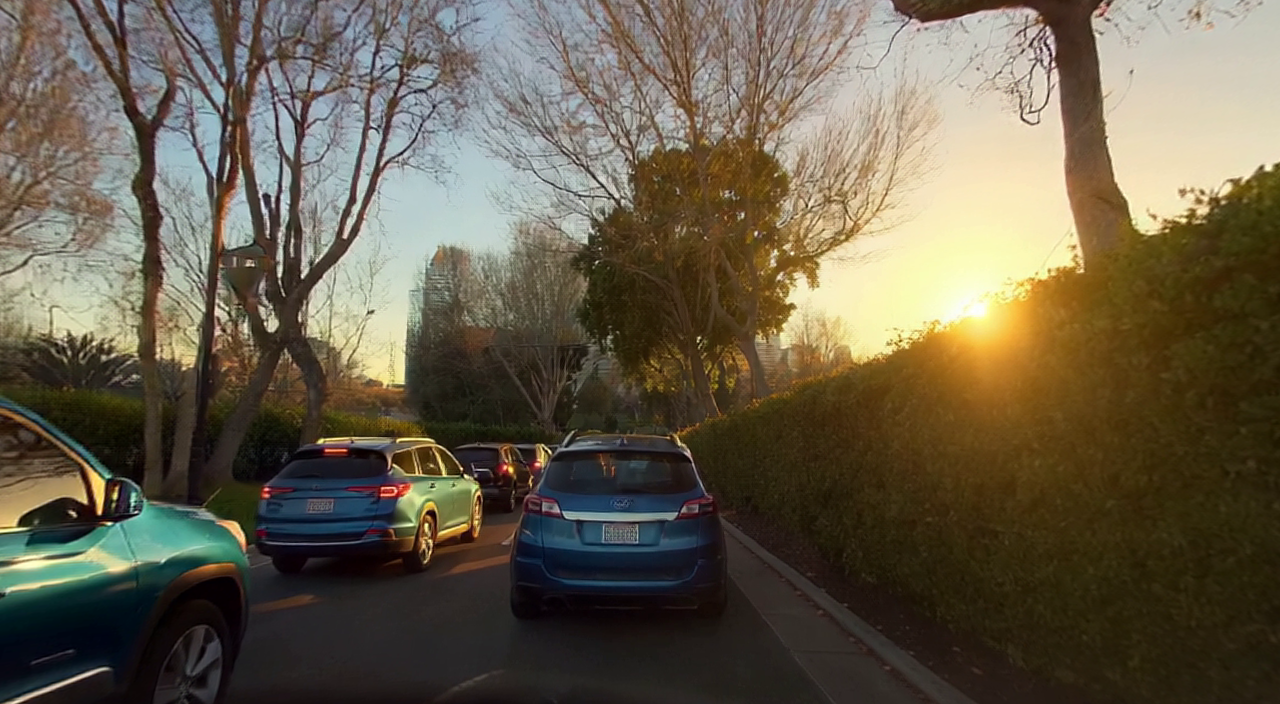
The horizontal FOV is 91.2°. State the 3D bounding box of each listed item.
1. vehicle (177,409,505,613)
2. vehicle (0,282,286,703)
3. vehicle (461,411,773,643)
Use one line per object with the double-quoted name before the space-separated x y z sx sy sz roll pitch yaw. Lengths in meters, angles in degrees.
"vehicle" -3.421 1.855 8.322 2.256 1.728 4.421 -6 -8 -2
"vehicle" -3.292 0.674 1.268 2.205 1.913 5.327 -6 -8 -2
"vehicle" -0.187 1.527 6.425 2.154 1.581 4.007 0 -9 -1
